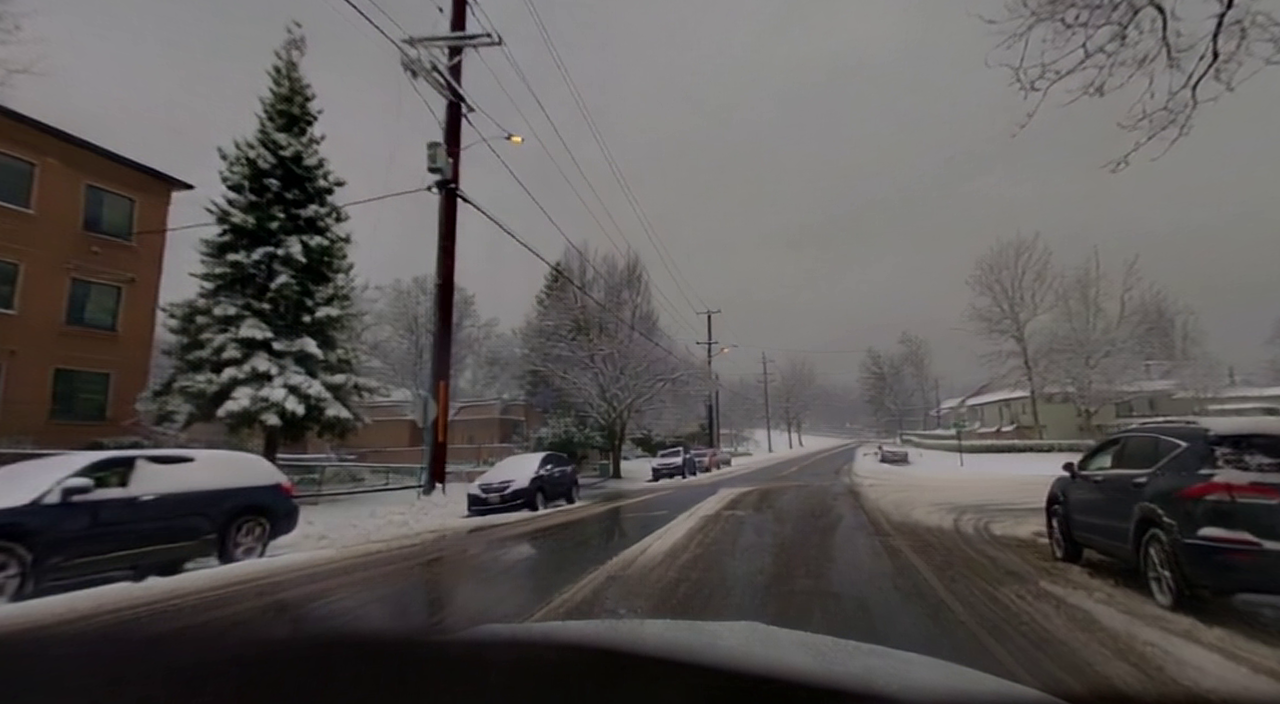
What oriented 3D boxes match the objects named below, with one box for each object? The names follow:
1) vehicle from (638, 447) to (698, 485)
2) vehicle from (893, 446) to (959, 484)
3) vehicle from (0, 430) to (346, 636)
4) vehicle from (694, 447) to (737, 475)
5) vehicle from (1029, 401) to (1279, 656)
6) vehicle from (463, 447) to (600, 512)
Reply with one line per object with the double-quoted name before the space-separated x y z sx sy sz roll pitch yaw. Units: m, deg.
"vehicle" 1.554 5.904 33.126 2.011 1.801 4.676 -3 -9 17
"vehicle" 12.439 4.903 27.707 1.964 1.515 4.055 -3 -9 16
"vehicle" -6.018 1.964 7.455 2.068 1.745 4.579 -11 -10 14
"vehicle" 5.451 7.845 45.143 1.953 1.699 4.234 -10 -13 18
"vehicle" 5.764 1.442 6.123 2.180 1.677 4.432 -3 -9 16
"vehicle" -3.023 3.796 18.789 2.017 1.582 4.664 -6 -13 18
